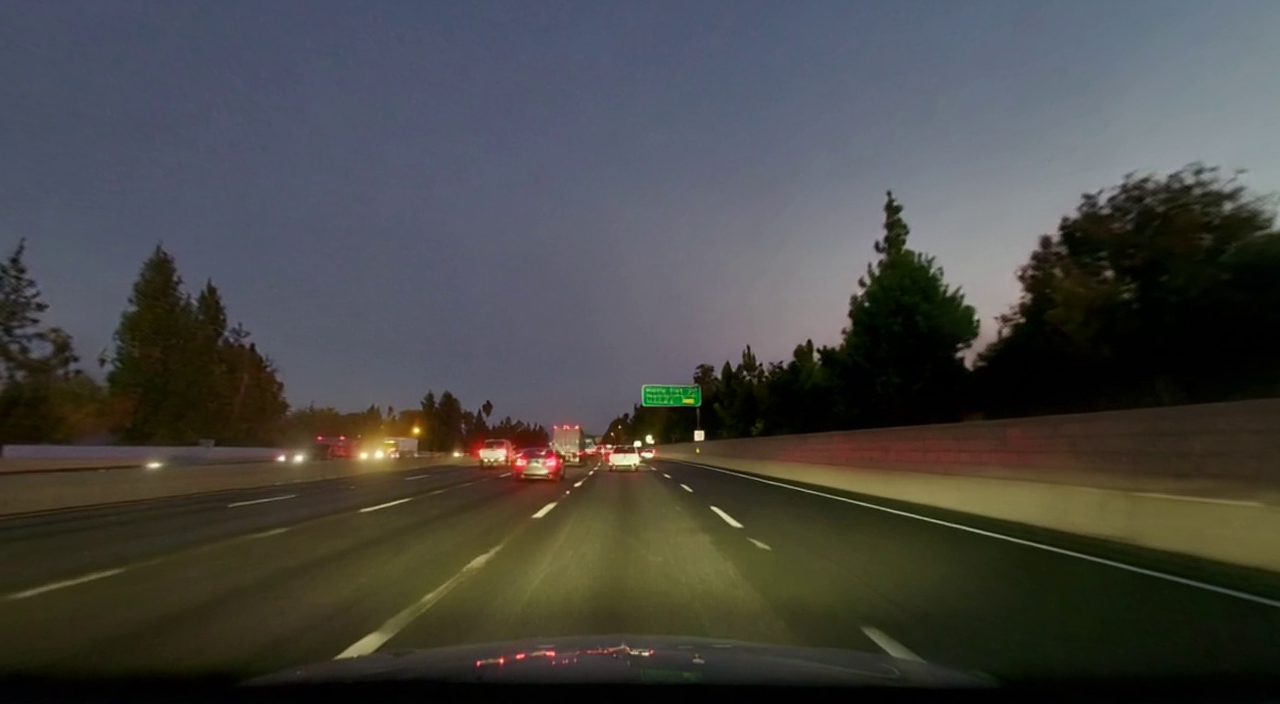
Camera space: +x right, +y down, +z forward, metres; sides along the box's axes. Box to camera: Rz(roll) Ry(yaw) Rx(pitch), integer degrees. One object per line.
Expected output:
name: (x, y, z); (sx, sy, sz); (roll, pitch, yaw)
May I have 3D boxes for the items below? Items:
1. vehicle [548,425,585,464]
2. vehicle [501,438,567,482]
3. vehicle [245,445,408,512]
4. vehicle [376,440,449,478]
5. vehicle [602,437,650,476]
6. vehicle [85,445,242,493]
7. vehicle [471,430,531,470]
vehicle: (-5.343, 6.856, 46.646); (2.279, 2.672, 5.256); (0, -8, -2)
vehicle: (-4.209, 4.370, 25.784); (2.005, 1.631, 4.295); (0, -8, -1)
vehicle: (-7.764, 3.125, 16.217); (1.896, 1.465, 4.399); (0, -8, 0)
vehicle: (-11.861, 5.580, 33.247); (2.079, 1.807, 5.187); (0, -8, -2)
vehicle: (-0.670, 4.838, 29.373); (2.092, 1.671, 3.772); (0, -8, -2)
vehicle: (-16.129, 3.943, 21.734); (1.932, 1.448, 4.507); (0, -8, -1)
vehicle: (-8.982, 6.396, 41.381); (2.773, 2.402, 6.232); (0, -8, -3)
